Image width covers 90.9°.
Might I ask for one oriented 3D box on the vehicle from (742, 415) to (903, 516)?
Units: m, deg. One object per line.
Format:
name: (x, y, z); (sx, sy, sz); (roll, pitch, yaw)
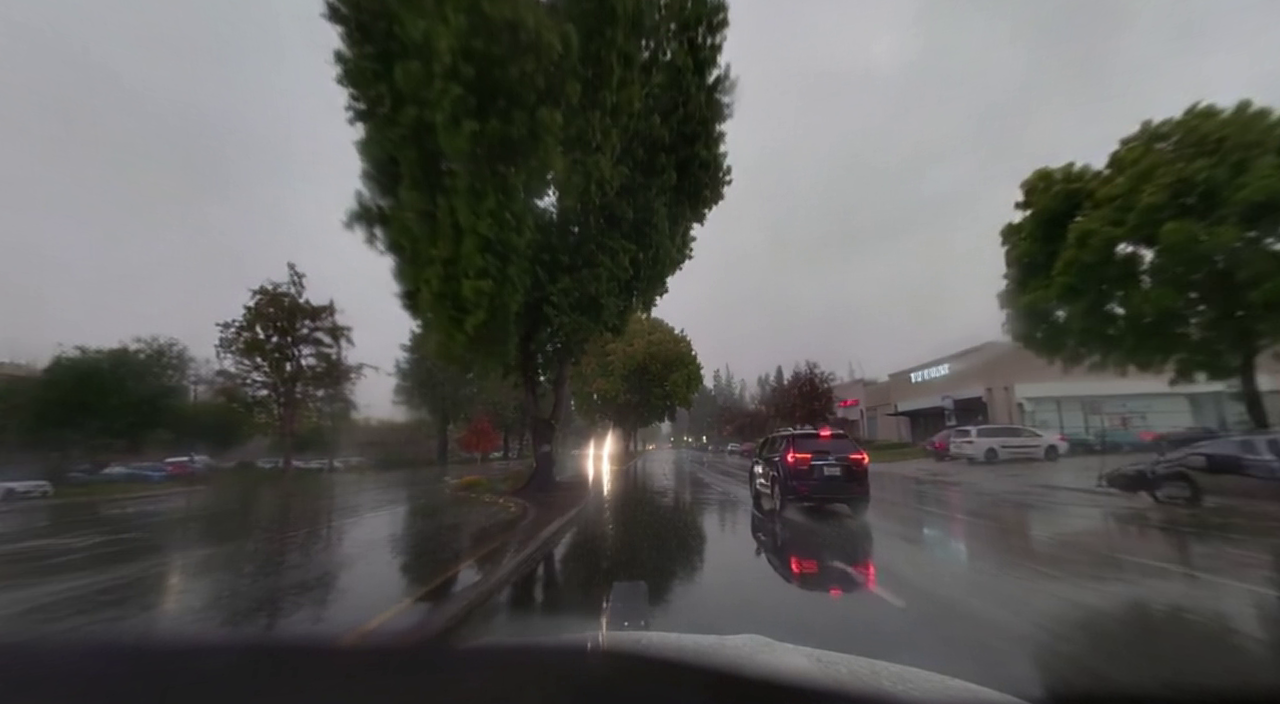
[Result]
vehicle: (3.751, 2.436, 13.977); (2.183, 1.845, 4.482); (0, -8, 0)

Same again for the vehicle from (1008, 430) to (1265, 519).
vehicle: (10.781, 2.670, 14.278); (2.154, 1.678, 4.428); (0, -8, 0)

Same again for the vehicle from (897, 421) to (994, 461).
vehicle: (15.814, 4.676, 33.038); (2.139, 1.881, 5.511); (0, -8, -2)
